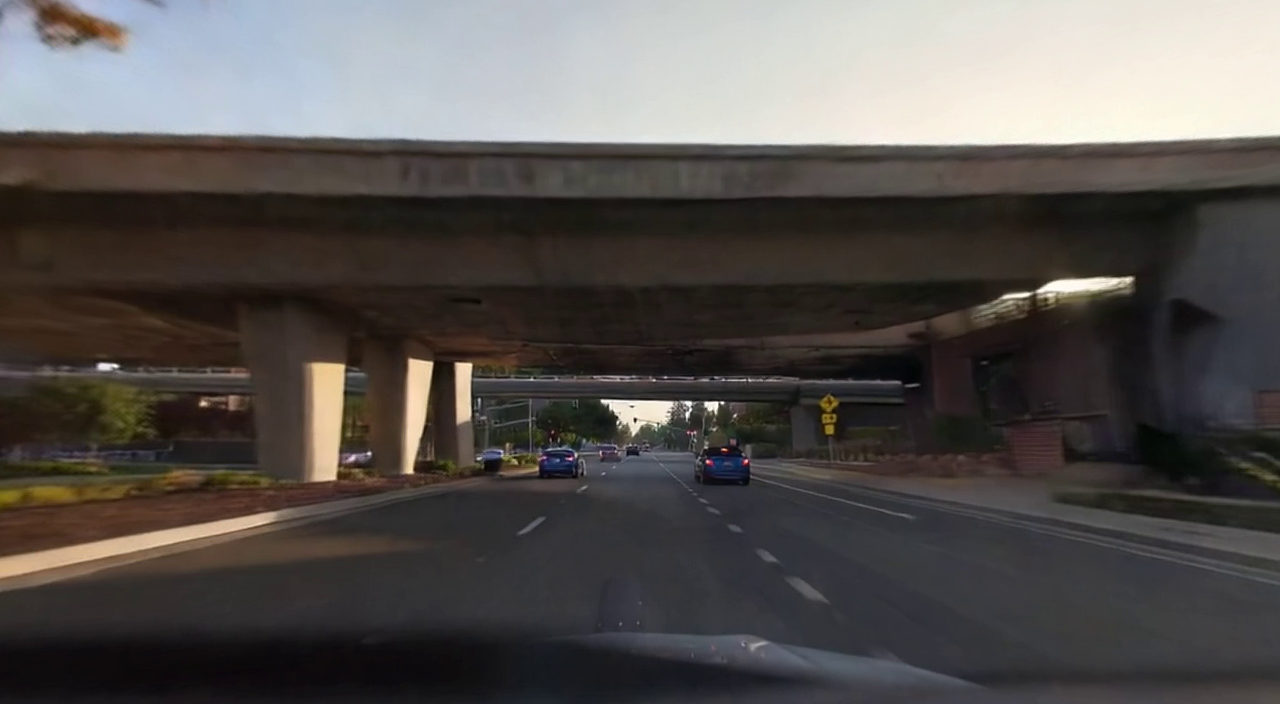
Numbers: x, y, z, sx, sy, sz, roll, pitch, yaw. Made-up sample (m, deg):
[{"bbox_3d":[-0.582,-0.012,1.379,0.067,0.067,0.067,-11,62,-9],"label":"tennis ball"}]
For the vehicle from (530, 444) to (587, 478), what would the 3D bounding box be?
[{"bbox_3d":[-3.750,5.110,29.963,2.060,1.484,4.417,0,-8,1],"label":"vehicle"}]

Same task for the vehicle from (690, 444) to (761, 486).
[{"bbox_3d":[3.196,4.326,24.567,2.068,1.497,4.247,0,-8,-1],"label":"vehicle"}]
